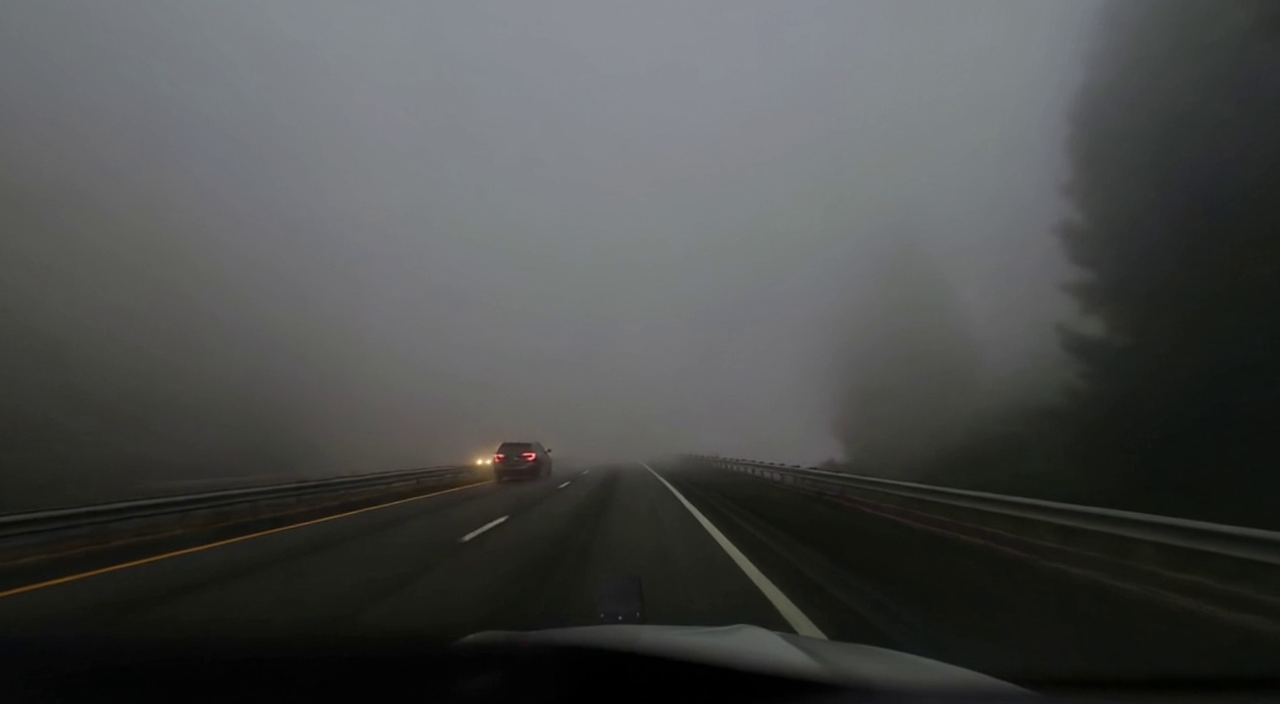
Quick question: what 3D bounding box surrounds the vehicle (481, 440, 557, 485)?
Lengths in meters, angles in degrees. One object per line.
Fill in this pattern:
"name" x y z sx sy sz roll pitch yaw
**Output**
"vehicle" -4.664 4.341 25.015 2.139 1.577 4.546 -1 -9 0
